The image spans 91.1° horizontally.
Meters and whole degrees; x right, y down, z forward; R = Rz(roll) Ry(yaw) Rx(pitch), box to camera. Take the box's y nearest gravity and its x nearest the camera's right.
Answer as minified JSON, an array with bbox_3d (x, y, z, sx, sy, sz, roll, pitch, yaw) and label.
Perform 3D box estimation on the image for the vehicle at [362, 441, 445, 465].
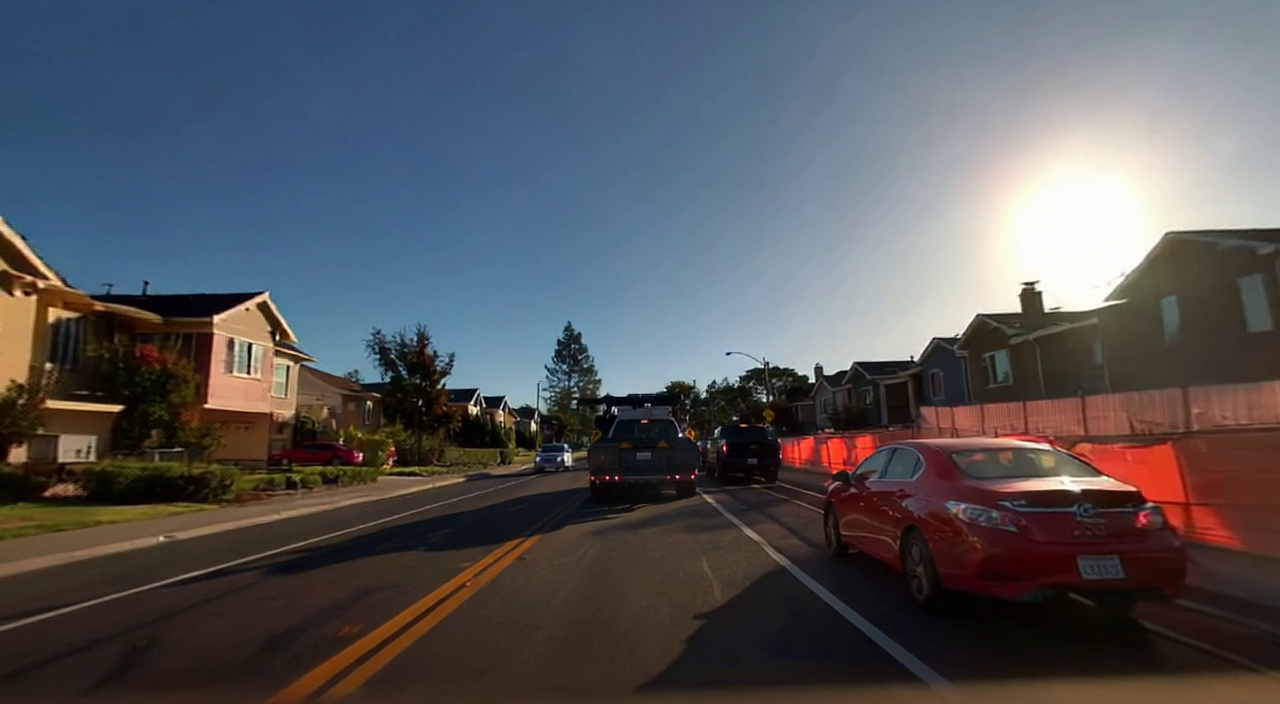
[{"bbox_3d":[-14.982,6.429,39.983,4.490,1.500,1.875,0,-8,-2],"label":"vehicle"}]

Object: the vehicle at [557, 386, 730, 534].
[{"bbox_3d":[0.096,2.193,13.289,2.751,2.361,6.347,0,-8,1],"label":"vehicle"}]

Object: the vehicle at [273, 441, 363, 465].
[{"bbox_3d":[-20.291,6.387,39.692,4.706,1.468,1.817,-1,-8,3],"label":"vehicle"}]

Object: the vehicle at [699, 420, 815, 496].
[{"bbox_3d":[3.346,3.203,19.392,2.486,1.993,5.667,0,-8,0],"label":"vehicle"}]

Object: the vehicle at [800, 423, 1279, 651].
[{"bbox_3d":[3.242,1.565,6.479,2.010,1.499,4.481,0,-8,0],"label":"vehicle"}]
